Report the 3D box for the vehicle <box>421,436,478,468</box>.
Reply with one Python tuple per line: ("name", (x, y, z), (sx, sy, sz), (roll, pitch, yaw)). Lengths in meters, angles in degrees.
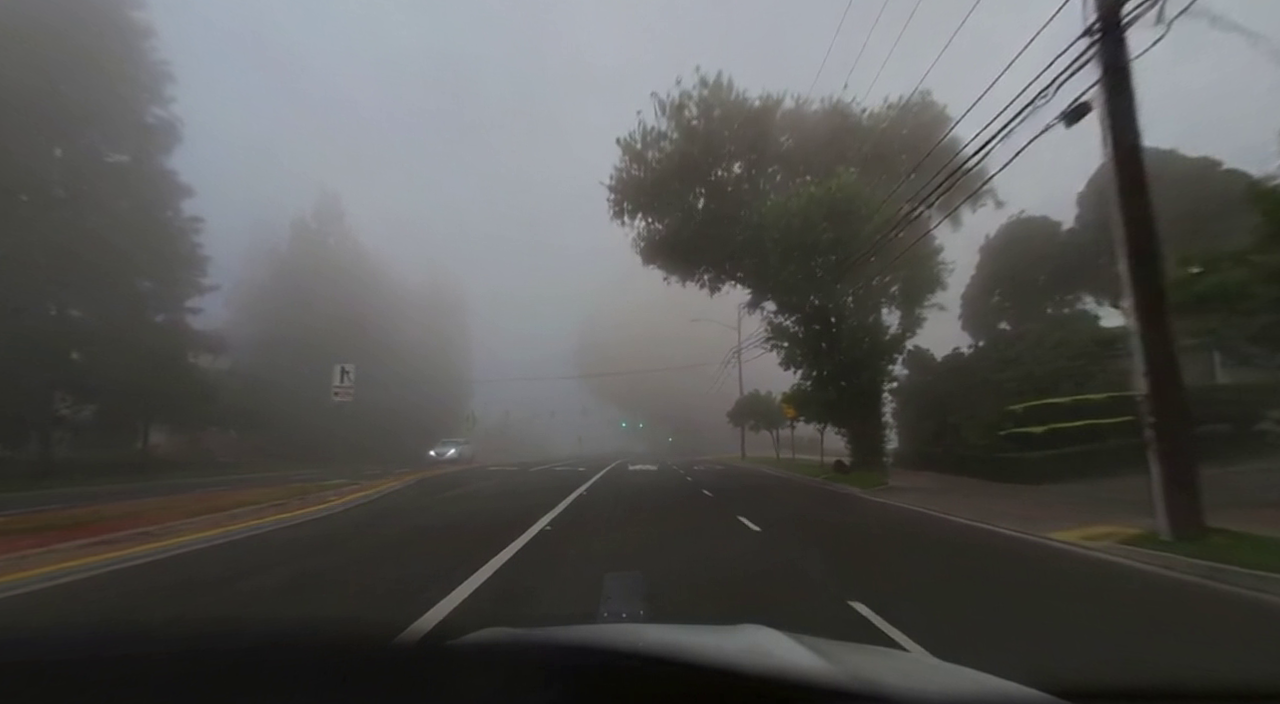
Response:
("vehicle", (-11.668, 6.169, 38.806), (2.045, 1.847, 4.674), (0, -8, 0))
